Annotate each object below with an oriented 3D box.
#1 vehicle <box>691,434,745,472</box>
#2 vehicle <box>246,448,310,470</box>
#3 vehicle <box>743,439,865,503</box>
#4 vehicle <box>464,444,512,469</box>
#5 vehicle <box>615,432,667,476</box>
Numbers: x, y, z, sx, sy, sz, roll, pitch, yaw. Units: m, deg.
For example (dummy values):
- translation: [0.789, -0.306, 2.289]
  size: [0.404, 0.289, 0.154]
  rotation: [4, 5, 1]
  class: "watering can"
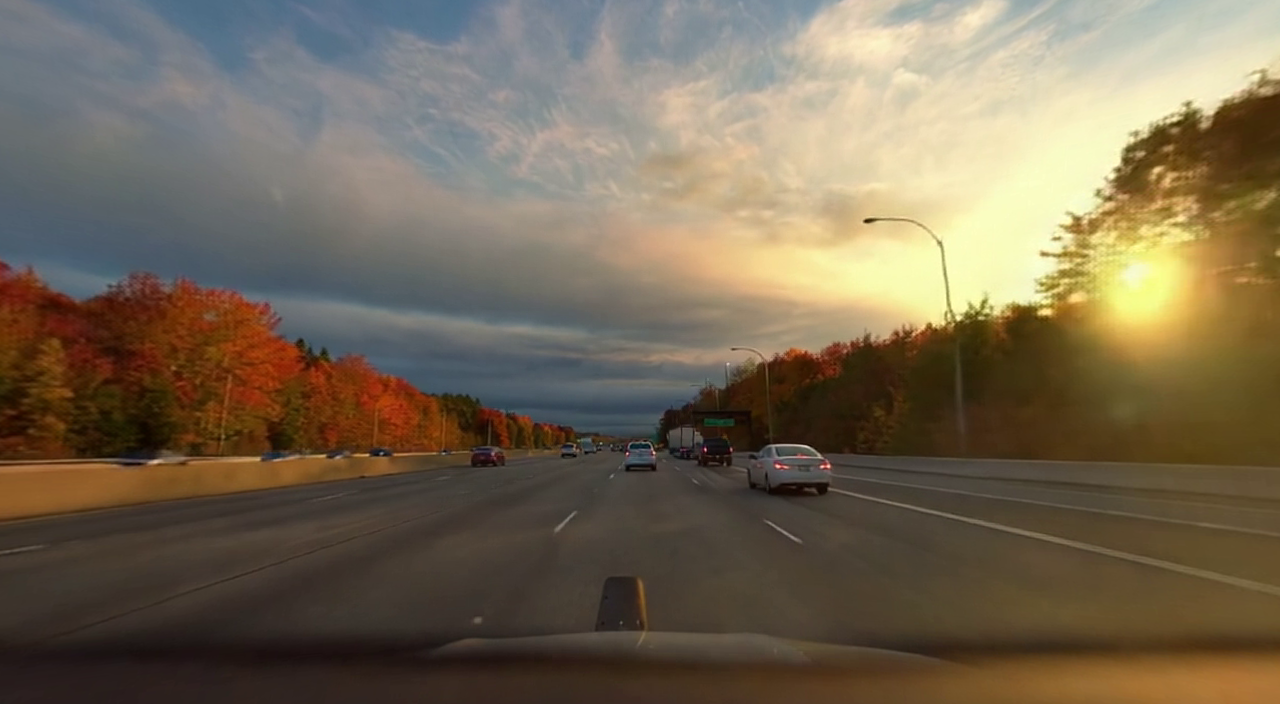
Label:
- translation: [4.321, 5.733, 35.950]
  size: [2.388, 1.998, 5.749]
  rotation: [0, -9, 0]
  class: "vehicle"
- translation: [-27.572, 8.130, 48.123]
  size: [1.931, 1.602, 4.826]
  rotation: [0, -9, 1]
  class: "vehicle"
- translation: [4.285, 3.185, 17.367]
  size: [2.057, 1.508, 4.767]
  rotation: [0, -9, 0]
  class: "vehicle"
- translation: [-9.794, 6.757, 40.890]
  size: [1.989, 1.529, 4.433]
  rotation: [0, -9, 1]
  class: "vehicle"
- translation: [0.040, 5.057, 31.395]
  size: [2.372, 1.957, 5.121]
  rotation: [0, -9, 0]
  class: "vehicle"
